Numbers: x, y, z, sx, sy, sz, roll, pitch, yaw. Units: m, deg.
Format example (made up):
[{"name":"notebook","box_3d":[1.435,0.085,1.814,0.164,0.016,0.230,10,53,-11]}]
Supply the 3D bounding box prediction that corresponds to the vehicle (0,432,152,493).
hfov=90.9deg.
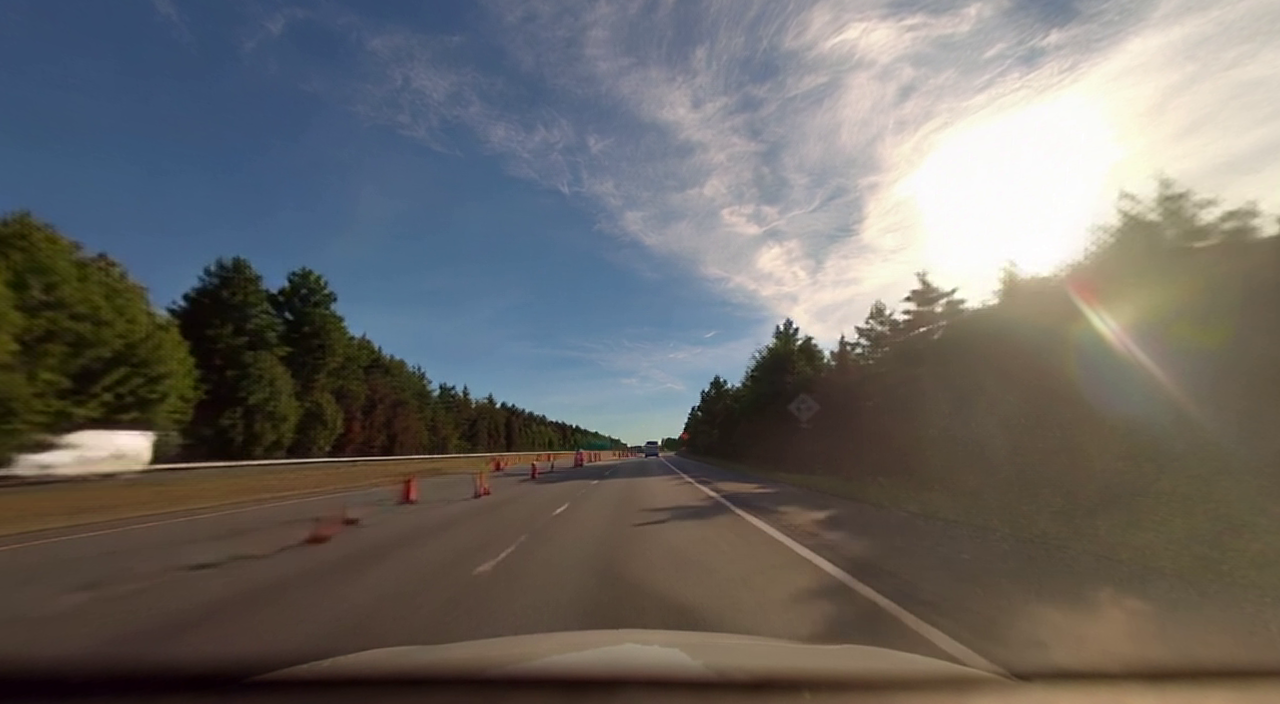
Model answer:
[{"name":"vehicle","box_3d":[-20.513,3.883,22.436,2.098,1.880,5.117,0,-9,1]}]
